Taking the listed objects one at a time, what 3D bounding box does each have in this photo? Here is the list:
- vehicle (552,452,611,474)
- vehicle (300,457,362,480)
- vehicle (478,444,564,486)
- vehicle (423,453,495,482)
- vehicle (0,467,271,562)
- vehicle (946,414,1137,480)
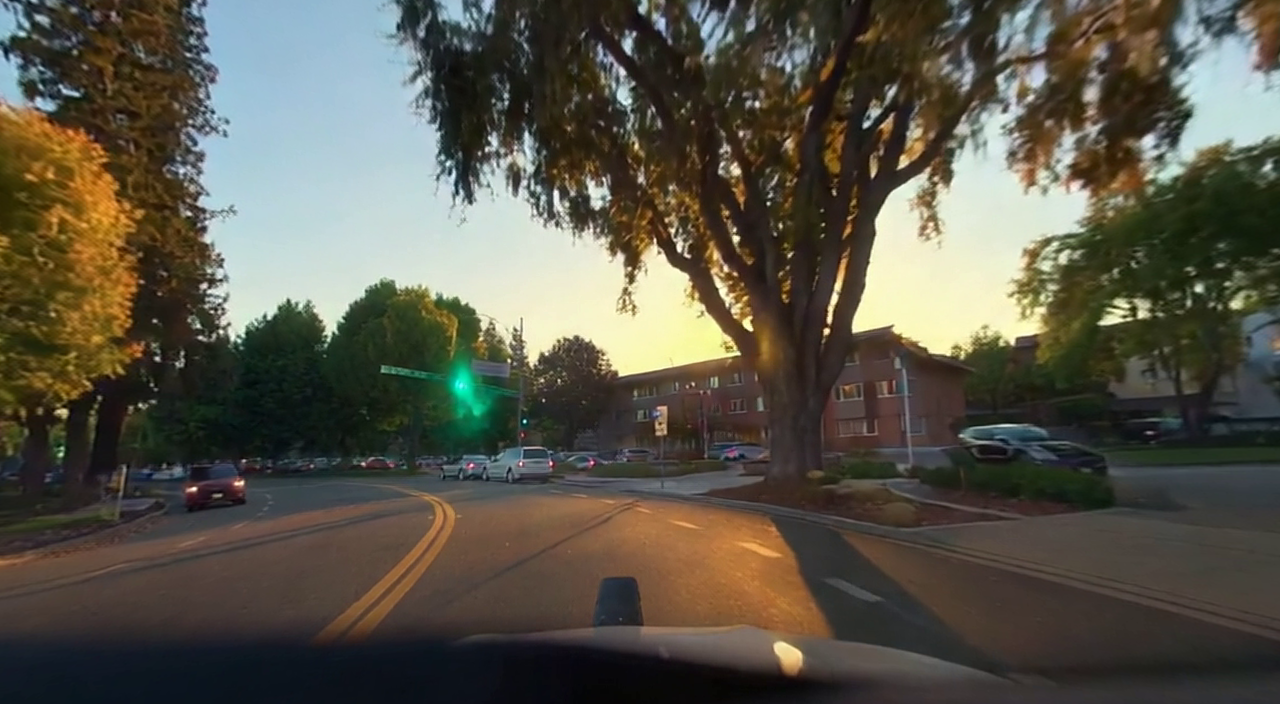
[{"bbox_3d":[-4.096,7.870,44.918,2.218,1.373,4.156,-5,-10,29],"label":"vehicle"},{"bbox_3d":[-22.259,8.362,45.426,4.713,1.508,1.884,-6,-10,35],"label":"vehicle"},{"bbox_3d":[-5.685,5.230,29.669,2.289,1.785,4.944,5,-10,-32],"label":"vehicle"},{"bbox_3d":[-10.258,6.463,35.672,2.066,1.509,4.579,7,-11,-41],"label":"vehicle"},{"bbox_3d":[-10.503,3.195,13.211,2.876,1.170,6.732,-2,-8,-13],"label":"vehicle"},{"bbox_3d":[11.112,2.693,17.889,4.248,1.657,1.940,-4,-10,27],"label":"vehicle"}]
